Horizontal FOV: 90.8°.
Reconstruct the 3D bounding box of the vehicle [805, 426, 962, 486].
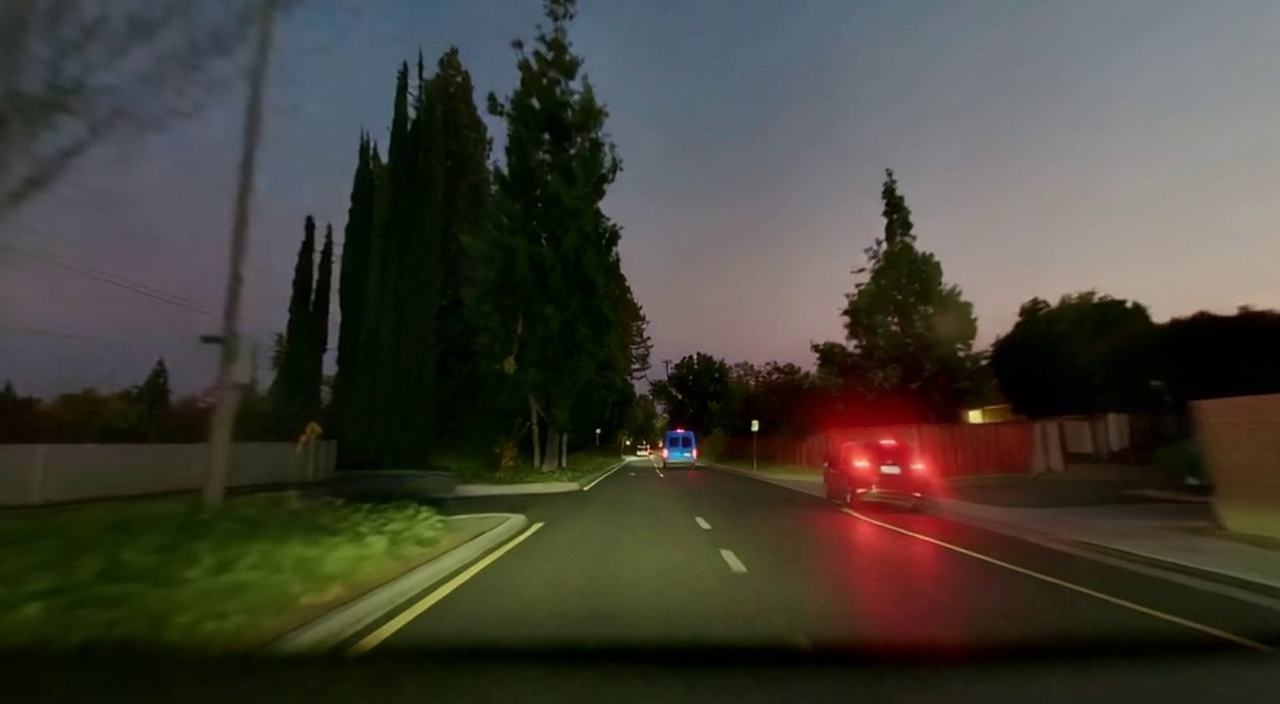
[{"bbox_3d":[9.190,3.963,24.294,4.990,2.142,2.488,0,-8,1],"label":"vehicle"}]
